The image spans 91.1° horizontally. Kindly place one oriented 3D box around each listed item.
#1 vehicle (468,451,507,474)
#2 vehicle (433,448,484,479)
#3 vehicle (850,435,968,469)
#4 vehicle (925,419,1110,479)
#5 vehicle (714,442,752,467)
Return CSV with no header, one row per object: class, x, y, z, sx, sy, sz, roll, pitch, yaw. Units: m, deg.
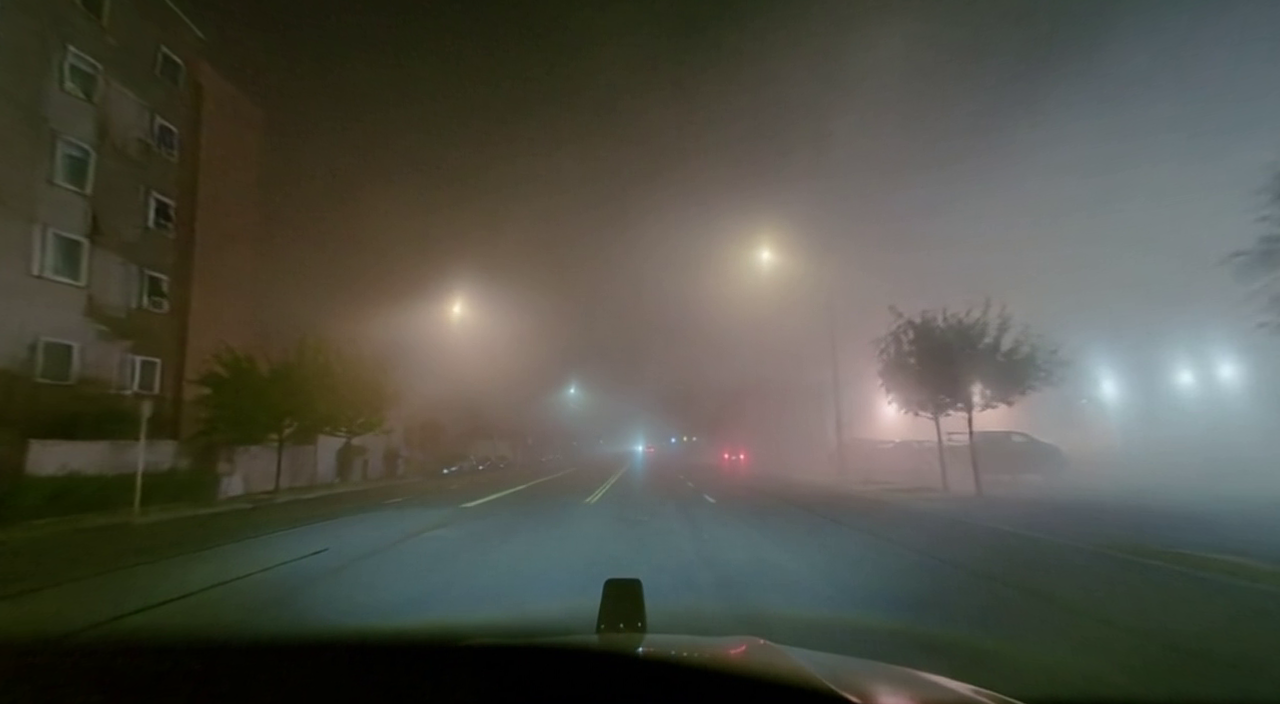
vehicle,-11.618,8.446,48.075,1.876,1.502,4.506,-3,-9,-1
vehicle,-11.756,7.251,40.996,1.979,1.759,4.435,-4,-8,1
vehicle,13.097,4.917,30.844,4.833,1.554,2.085,-1,-8,2
vehicle,13.080,3.409,22.085,5.015,1.934,2.150,-1,-9,3
vehicle,6.887,7.637,47.084,2.078,1.766,5.474,0,-8,1
